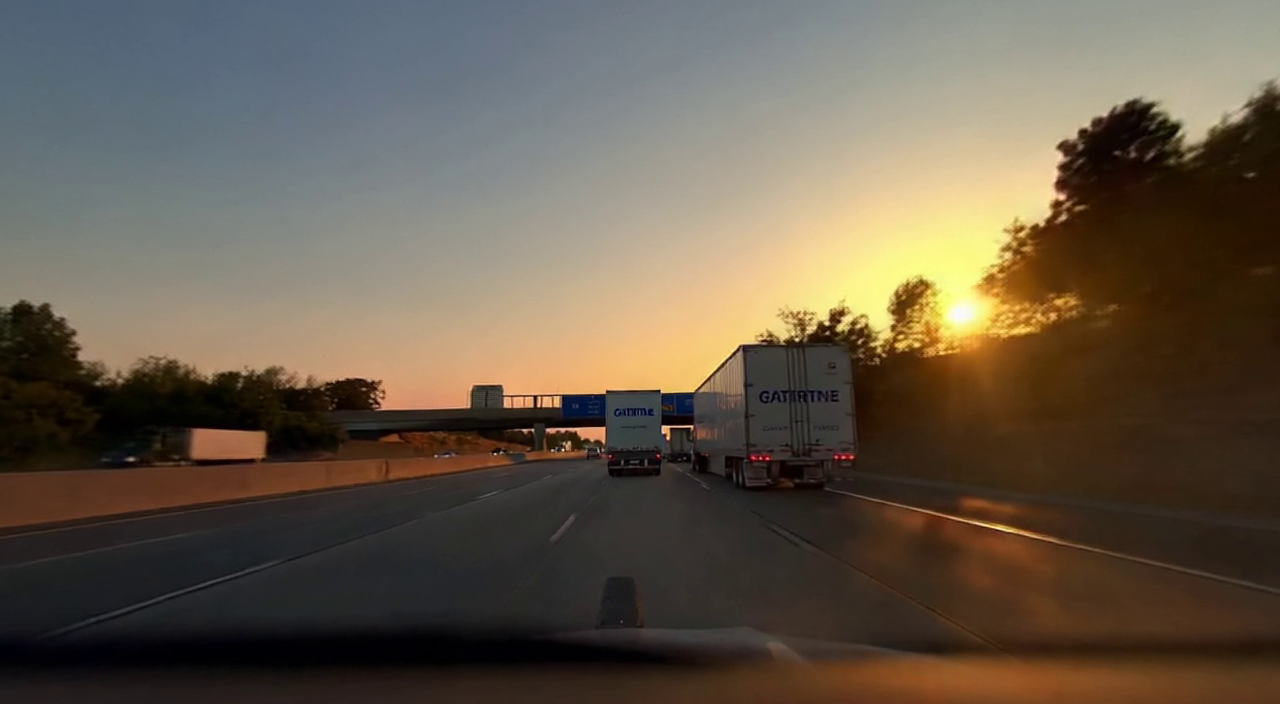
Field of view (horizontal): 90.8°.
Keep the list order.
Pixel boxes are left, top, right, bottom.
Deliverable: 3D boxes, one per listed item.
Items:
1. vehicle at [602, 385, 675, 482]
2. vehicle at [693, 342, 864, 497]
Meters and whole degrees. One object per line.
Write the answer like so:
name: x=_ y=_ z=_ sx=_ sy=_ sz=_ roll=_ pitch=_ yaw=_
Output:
vehicle: x=-0.063 y=3.951 z=29.809 sx=2.864 sy=3.805 sz=9.709 roll=0 pitch=-9 yaw=0
vehicle: x=4.274 y=2.874 z=24.086 sx=3.044 sy=4.128 sz=14.482 roll=0 pitch=-9 yaw=-1
